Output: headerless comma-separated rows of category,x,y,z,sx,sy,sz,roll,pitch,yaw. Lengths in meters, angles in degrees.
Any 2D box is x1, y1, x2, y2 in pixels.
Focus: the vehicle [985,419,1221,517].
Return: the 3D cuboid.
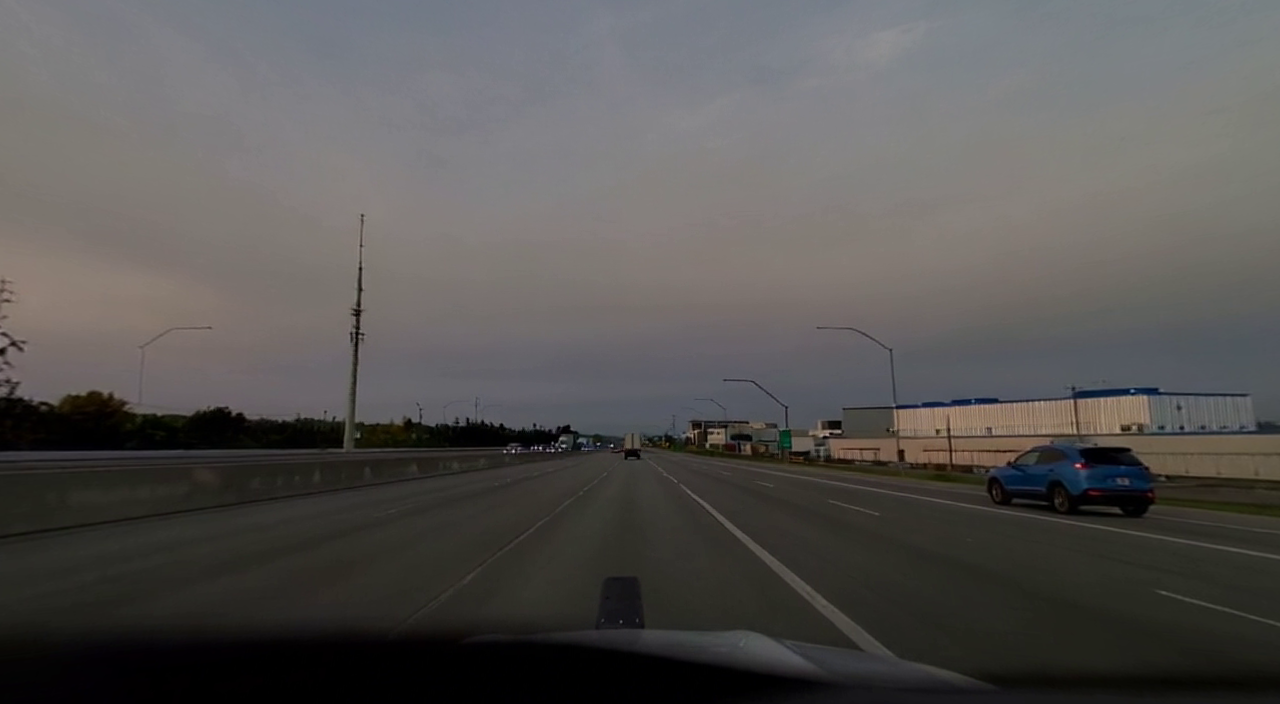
vehicle,12.625,3.202,17.886,2.411,2.326,5.300,0,-9,-3
